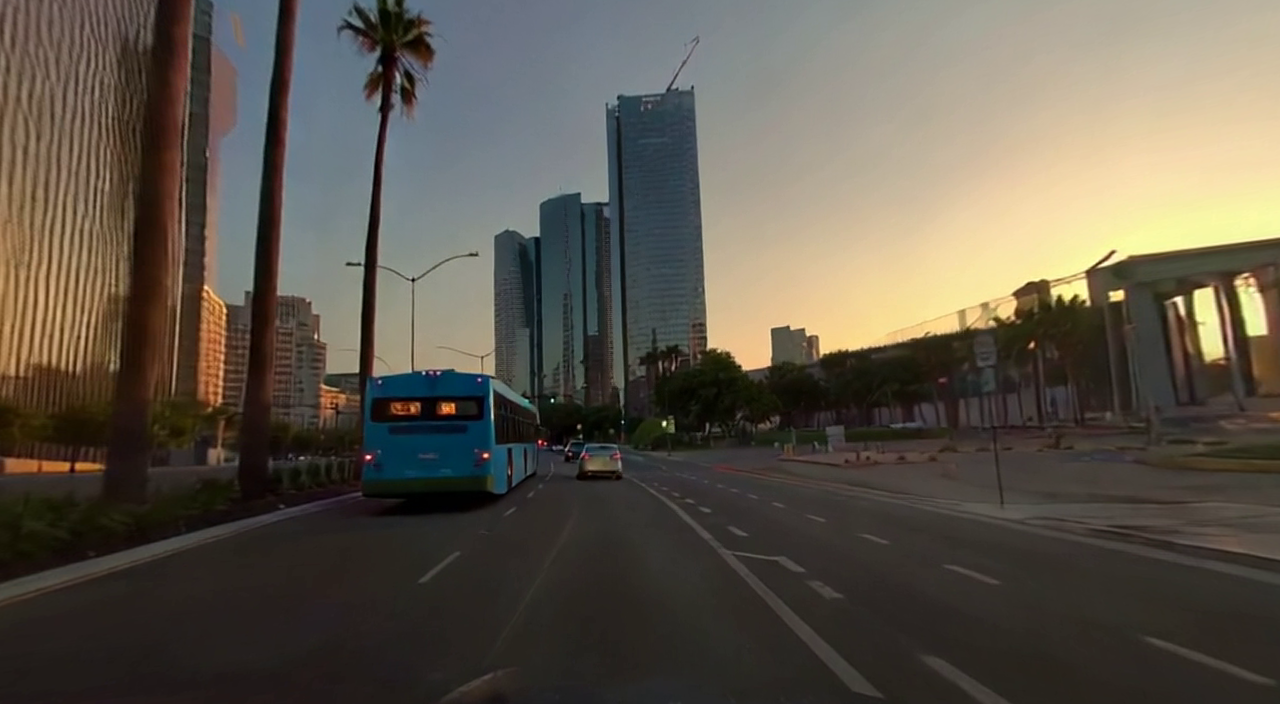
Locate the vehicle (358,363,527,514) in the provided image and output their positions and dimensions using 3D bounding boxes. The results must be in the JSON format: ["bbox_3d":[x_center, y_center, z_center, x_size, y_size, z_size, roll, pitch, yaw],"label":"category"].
[{"bbox_3d":[-4.849,2.389,17.371,2.678,3.042,8.474,-1,-8,-5],"label":"vehicle"}]

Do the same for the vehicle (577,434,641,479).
[{"bbox_3d":[-1.262,3.871,23.592,2.107,1.481,4.097,0,-8,-7],"label":"vehicle"}]
